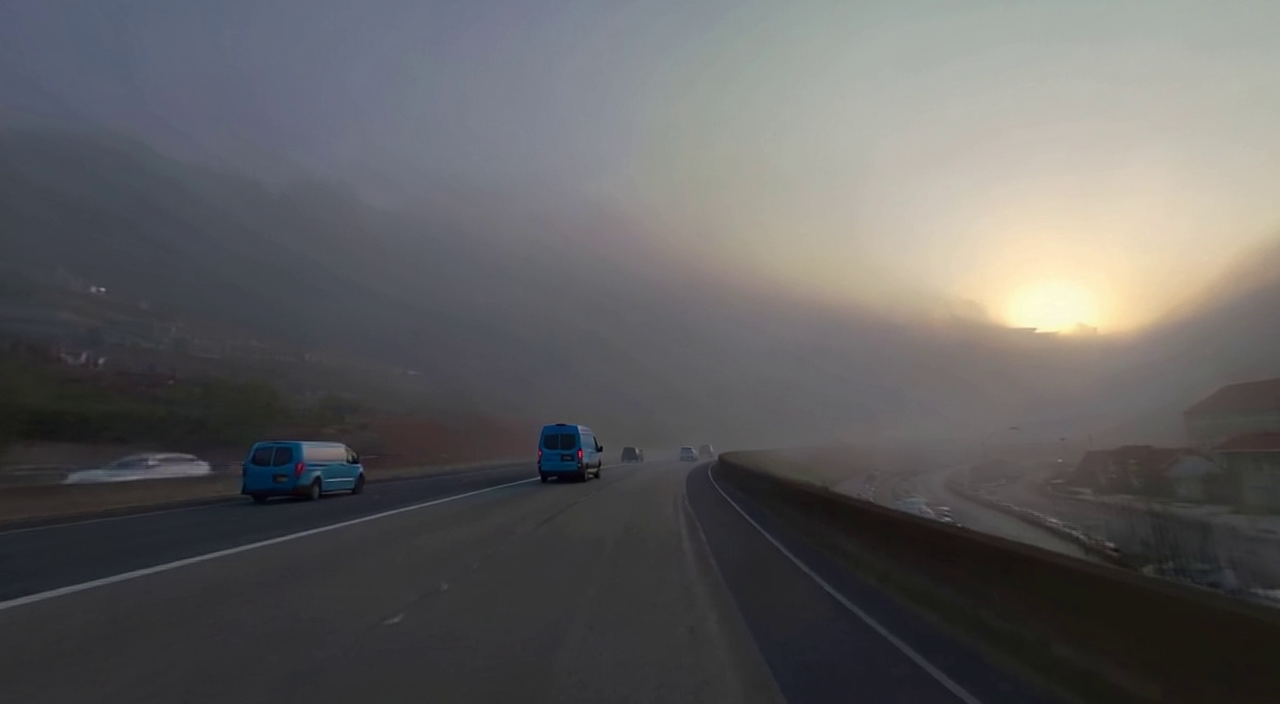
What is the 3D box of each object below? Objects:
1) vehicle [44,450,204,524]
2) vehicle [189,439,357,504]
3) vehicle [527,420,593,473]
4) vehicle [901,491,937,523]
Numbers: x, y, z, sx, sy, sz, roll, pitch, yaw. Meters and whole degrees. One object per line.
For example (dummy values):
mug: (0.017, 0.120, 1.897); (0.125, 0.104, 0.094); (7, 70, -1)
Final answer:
vehicle: (-26.986, 6.963, 33.505); (2.927, 3.464, 5.910); (-1, -9, 7)
vehicle: (-9.713, 3.176, 17.216); (1.821, 1.524, 4.342); (-1, -9, 3)
vehicle: (-4.455, 5.438, 36.370); (2.314, 2.703, 6.441); (-1, -9, 6)
vehicle: (21.427, 11.905, 48.654); (1.887, 1.776, 4.198); (-2, -6, 16)
